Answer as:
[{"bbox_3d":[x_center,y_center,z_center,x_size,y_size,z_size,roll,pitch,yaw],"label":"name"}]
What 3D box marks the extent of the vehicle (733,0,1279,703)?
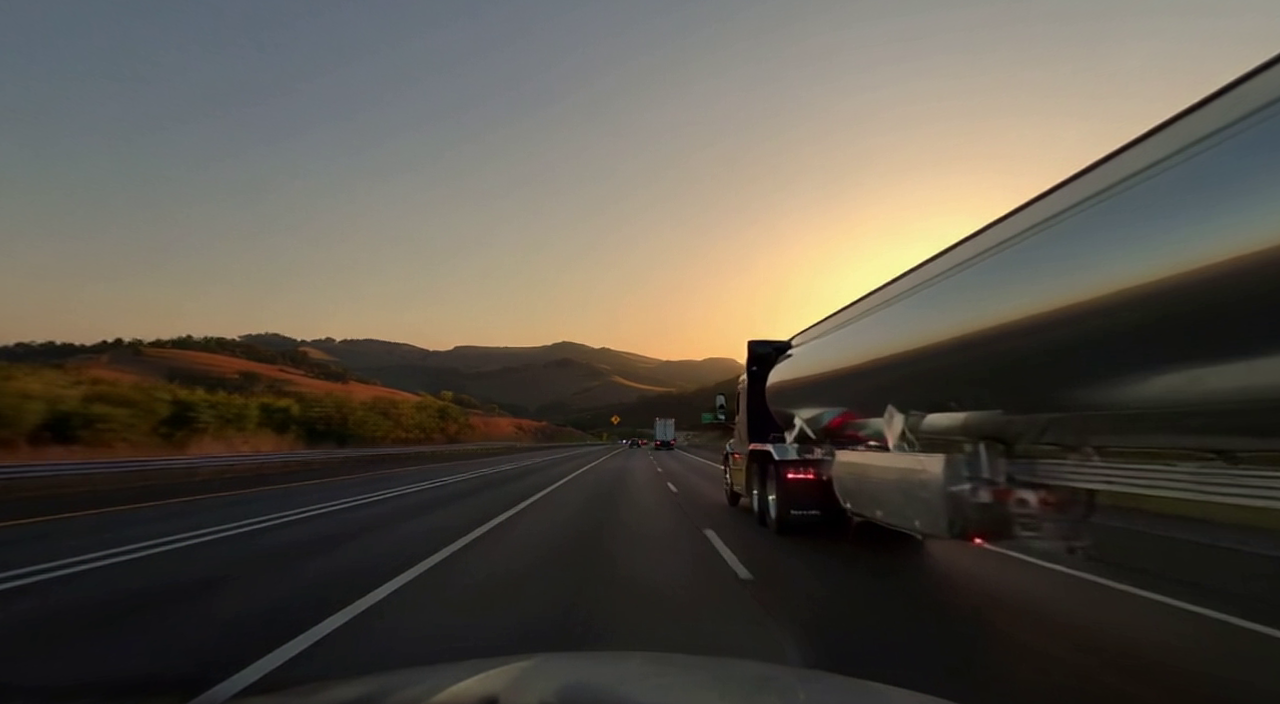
[{"bbox_3d":[3.096,0.073,4.475,2.946,3.745,11.516,0,-8,-1],"label":"vehicle"}]
